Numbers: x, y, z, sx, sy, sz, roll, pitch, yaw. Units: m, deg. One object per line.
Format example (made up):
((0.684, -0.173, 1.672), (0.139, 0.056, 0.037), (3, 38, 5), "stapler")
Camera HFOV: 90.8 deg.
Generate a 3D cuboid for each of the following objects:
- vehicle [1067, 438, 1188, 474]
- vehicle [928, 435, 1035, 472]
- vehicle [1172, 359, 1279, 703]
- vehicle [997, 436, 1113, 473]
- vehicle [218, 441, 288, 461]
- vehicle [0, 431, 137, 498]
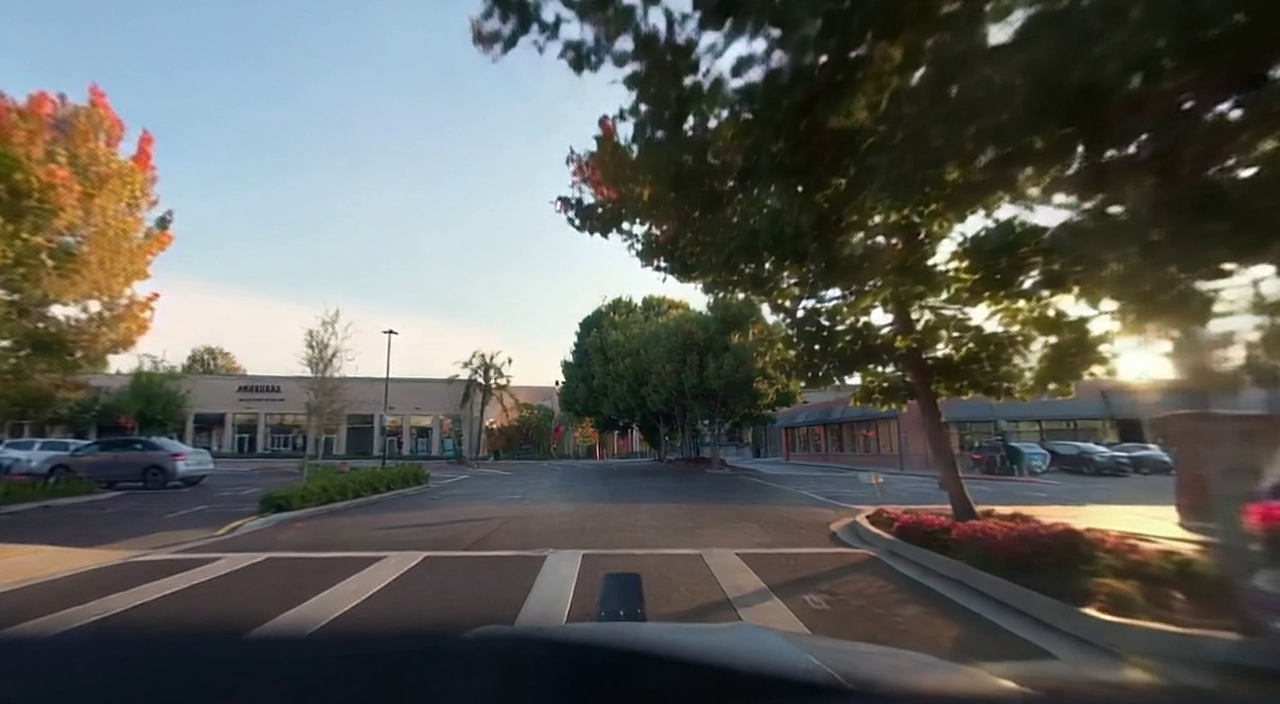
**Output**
((21.524, 4.602, 28.155), (1.861, 1.460, 4.329), (0, -8, -1), "vehicle")
((15.256, 4.570, 28.603), (2.140, 1.507, 4.856), (0, -8, 0), "vehicle")
((5.861, 0.791, 2.326), (5.671, 1.718, 2.227), (0, -8, 1), "vehicle")
((18.543, 4.589, 28.542), (1.804, 1.502, 4.815), (0, -8, -2), "vehicle")
((-29.912, 7.637, 48.862), (4.431, 1.449, 1.808), (5, -10, -32), "vehicle")
((-15.548, 2.844, 16.202), (3.775, 1.588, 2.000), (4, -9, -30), "vehicle")
